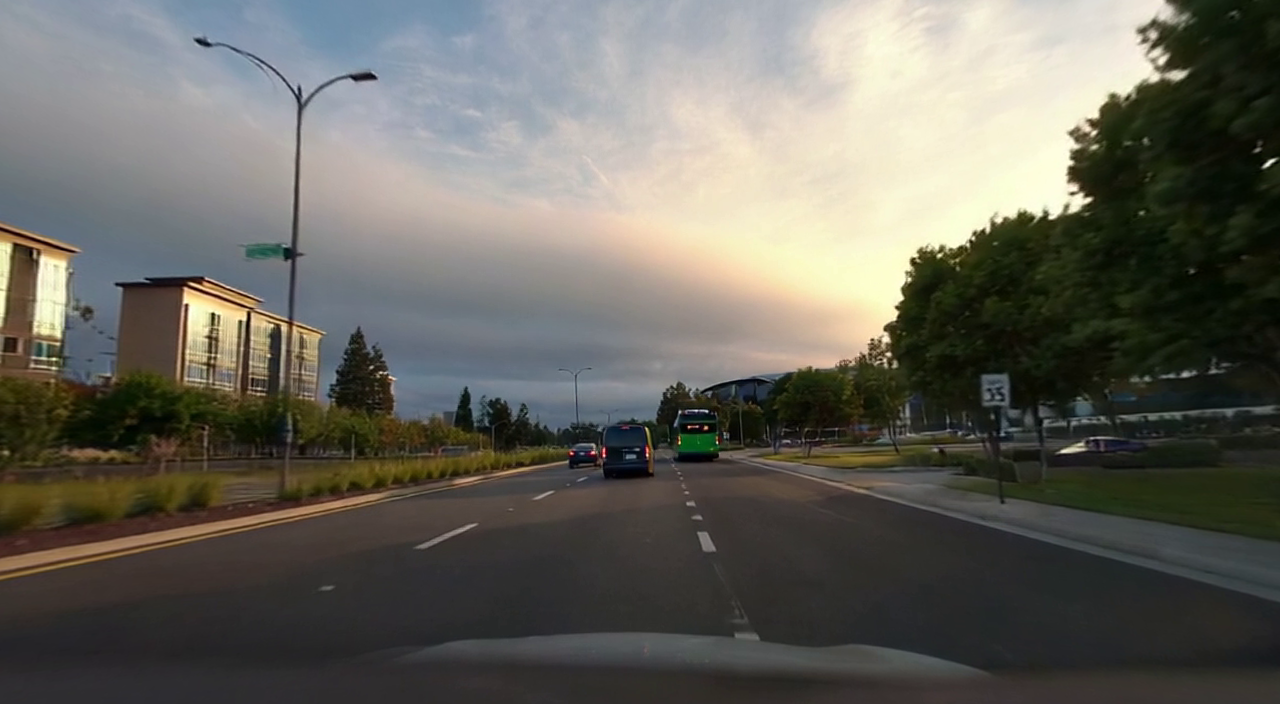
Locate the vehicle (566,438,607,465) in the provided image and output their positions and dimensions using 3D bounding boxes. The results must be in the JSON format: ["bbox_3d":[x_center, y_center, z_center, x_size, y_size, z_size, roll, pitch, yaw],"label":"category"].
[{"bbox_3d":[-3.389,6.451,41.029,2.109,1.672,4.256,-1,-8,3],"label":"vehicle"}]

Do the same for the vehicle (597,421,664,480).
[{"bbox_3d":[-0.259,3.978,25.708,2.336,2.122,5.207,-1,-8,3],"label":"vehicle"}]
